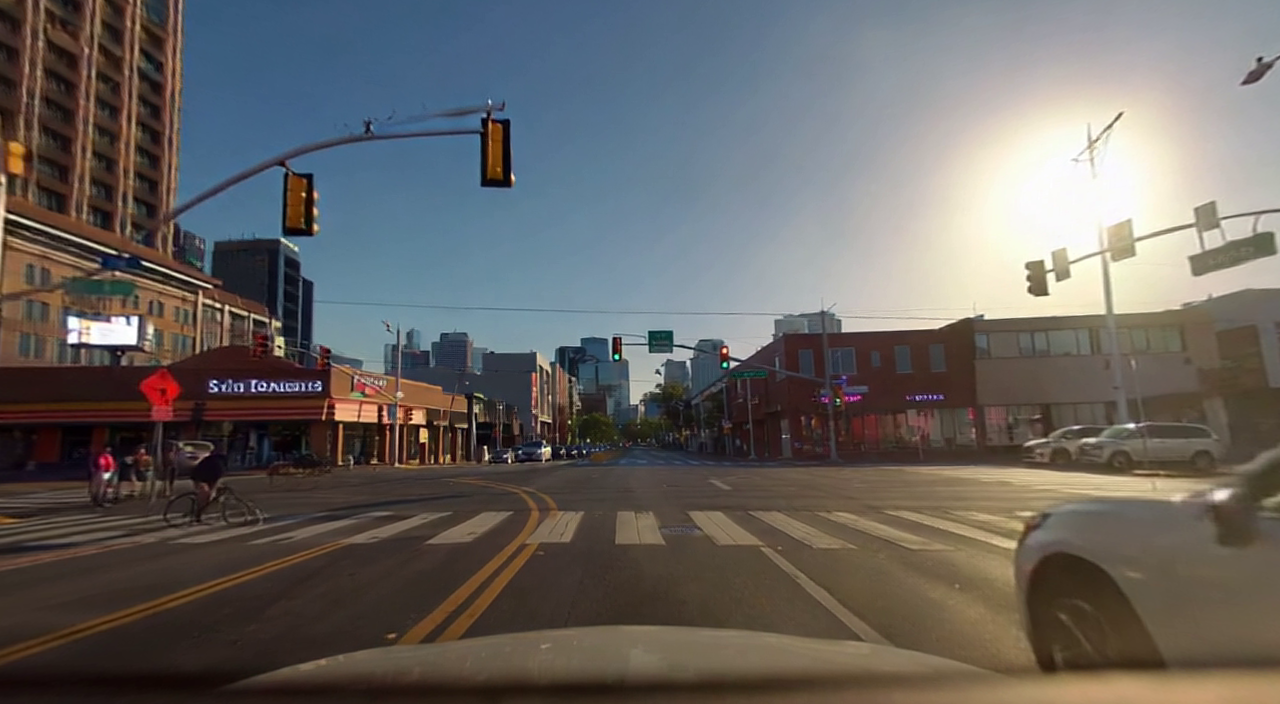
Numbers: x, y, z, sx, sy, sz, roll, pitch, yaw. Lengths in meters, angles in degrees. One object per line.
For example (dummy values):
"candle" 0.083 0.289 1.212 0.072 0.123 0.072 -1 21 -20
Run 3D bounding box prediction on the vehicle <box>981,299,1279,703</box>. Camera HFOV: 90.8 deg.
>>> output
"vehicle" 2.939 0.591 1.220 2.049 1.691 4.447 0 -8 0

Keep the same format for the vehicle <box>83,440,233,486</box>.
"vehicle" -21.316 4.914 28.057 5.161 1.910 2.275 -2 -9 11

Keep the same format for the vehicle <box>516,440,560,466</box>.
"vehicle" -7.034 7.046 44.150 2.181 1.703 4.512 -1 -8 2

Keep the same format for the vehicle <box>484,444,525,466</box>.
"vehicle" -10.114 7.721 47.490 2.106 1.505 4.228 0 -8 0
